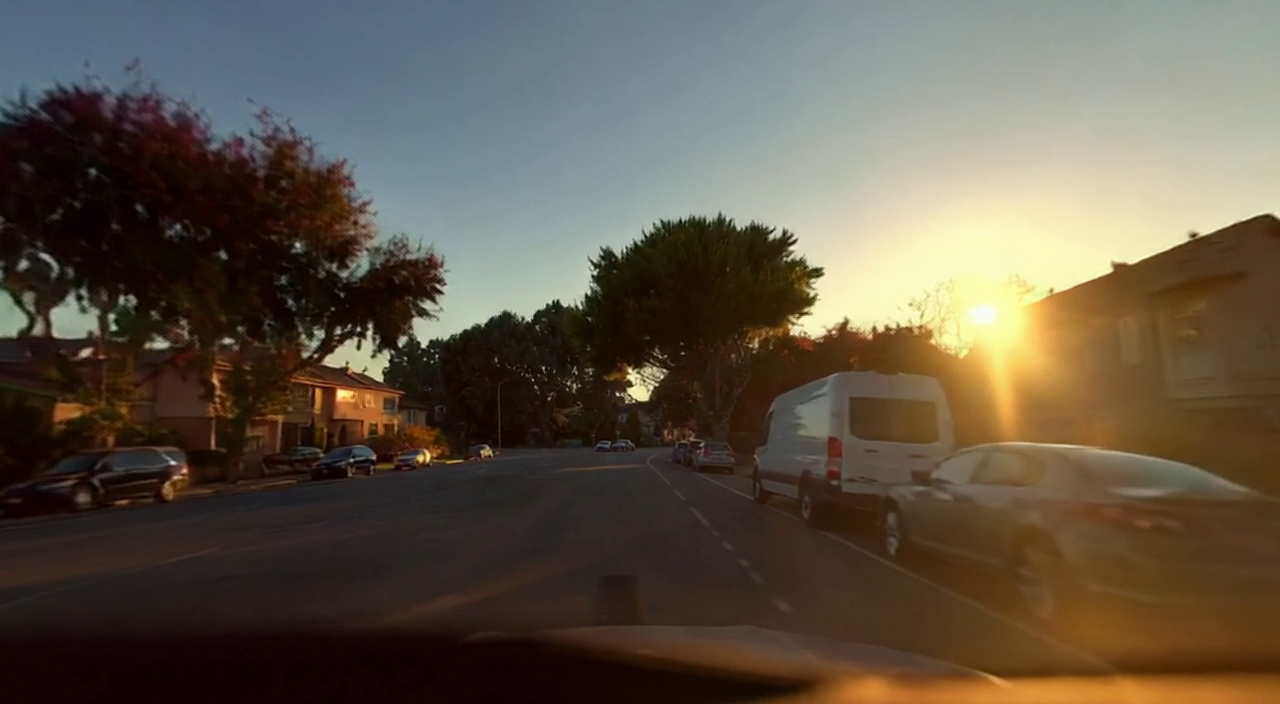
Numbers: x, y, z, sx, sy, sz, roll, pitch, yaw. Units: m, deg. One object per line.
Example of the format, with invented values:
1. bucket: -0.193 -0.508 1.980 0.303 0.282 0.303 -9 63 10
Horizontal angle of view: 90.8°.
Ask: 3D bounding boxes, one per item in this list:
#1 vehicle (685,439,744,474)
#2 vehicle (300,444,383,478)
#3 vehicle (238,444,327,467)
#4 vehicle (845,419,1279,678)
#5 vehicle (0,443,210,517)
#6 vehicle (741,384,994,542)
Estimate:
1. vehicle: 3.321 4.744 28.982 1.956 1.468 4.524 0 -8 -2
2. vehicle: -14.803 5.405 31.705 1.923 1.535 4.862 0 -8 -2
3. vehicle: -23.079 6.701 40.918 4.599 1.433 1.863 1 -9 -3
4. vehicle: 3.799 1.474 6.000 1.994 1.450 4.662 1 -8 -2
5. vehicle: -14.331 3.268 16.845 2.045 1.636 5.214 0 -8 0
6. vehicle: 3.582 1.937 11.525 2.521 2.168 5.478 0 -8 0
